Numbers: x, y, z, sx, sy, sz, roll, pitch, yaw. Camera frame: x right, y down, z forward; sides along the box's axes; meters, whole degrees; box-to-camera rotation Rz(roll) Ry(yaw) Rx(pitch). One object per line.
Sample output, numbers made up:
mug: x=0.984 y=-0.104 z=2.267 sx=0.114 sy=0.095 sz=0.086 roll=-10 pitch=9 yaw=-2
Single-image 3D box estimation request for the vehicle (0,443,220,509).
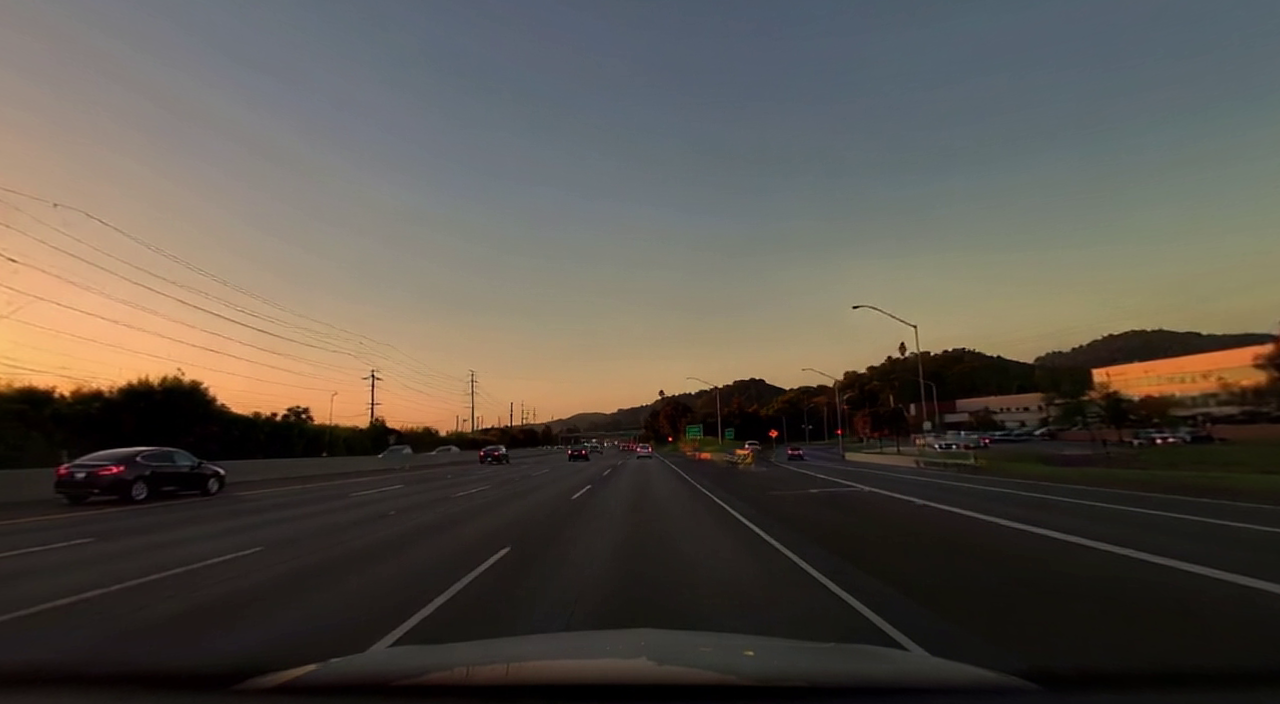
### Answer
vehicle: x=-13.616 y=3.141 z=16.602 sx=1.988 sy=1.477 sz=4.442 roll=0 pitch=-8 yaw=1
